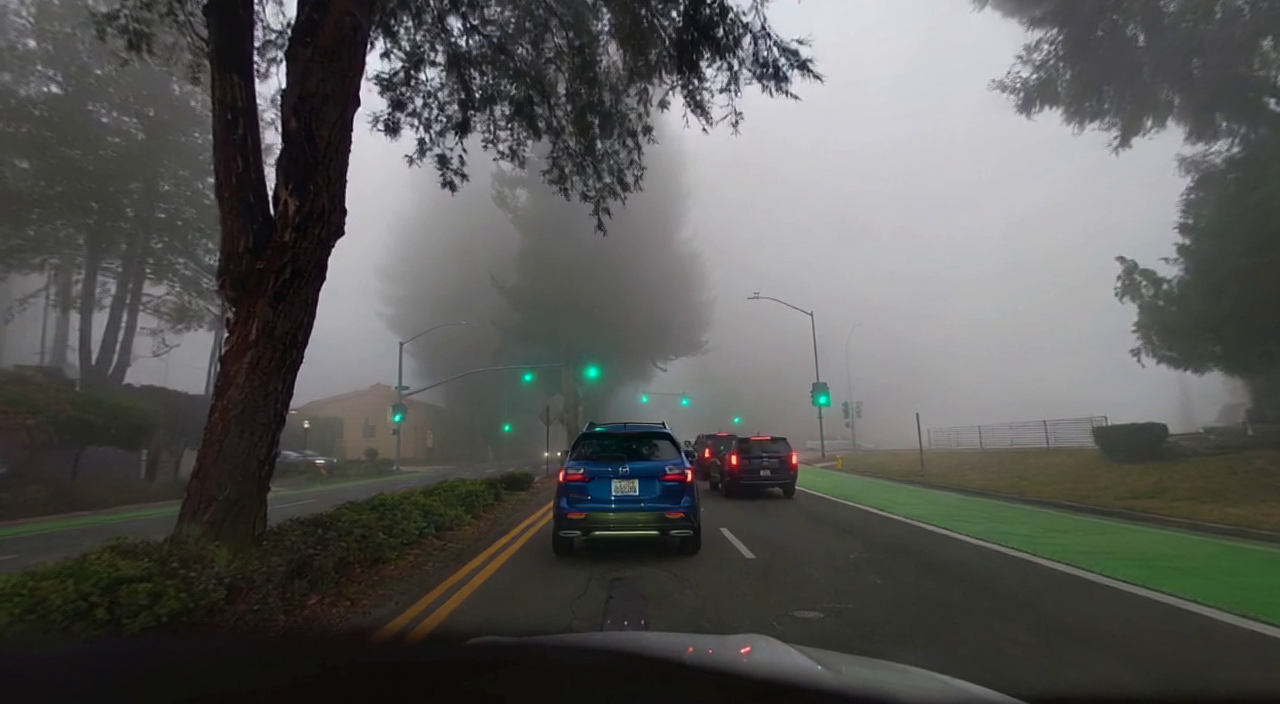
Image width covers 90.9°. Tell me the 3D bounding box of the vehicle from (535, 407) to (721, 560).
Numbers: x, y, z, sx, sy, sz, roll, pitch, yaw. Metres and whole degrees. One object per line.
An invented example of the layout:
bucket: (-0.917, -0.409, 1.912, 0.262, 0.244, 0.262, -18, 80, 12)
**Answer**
vehicle: (-0.120, 1.801, 9.245, 2.109, 1.730, 3.963, 0, -8, 0)

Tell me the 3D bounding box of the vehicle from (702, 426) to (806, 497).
vehicle: (3.173, 3.180, 18.612, 2.189, 1.815, 4.495, 0, -8, 0)
